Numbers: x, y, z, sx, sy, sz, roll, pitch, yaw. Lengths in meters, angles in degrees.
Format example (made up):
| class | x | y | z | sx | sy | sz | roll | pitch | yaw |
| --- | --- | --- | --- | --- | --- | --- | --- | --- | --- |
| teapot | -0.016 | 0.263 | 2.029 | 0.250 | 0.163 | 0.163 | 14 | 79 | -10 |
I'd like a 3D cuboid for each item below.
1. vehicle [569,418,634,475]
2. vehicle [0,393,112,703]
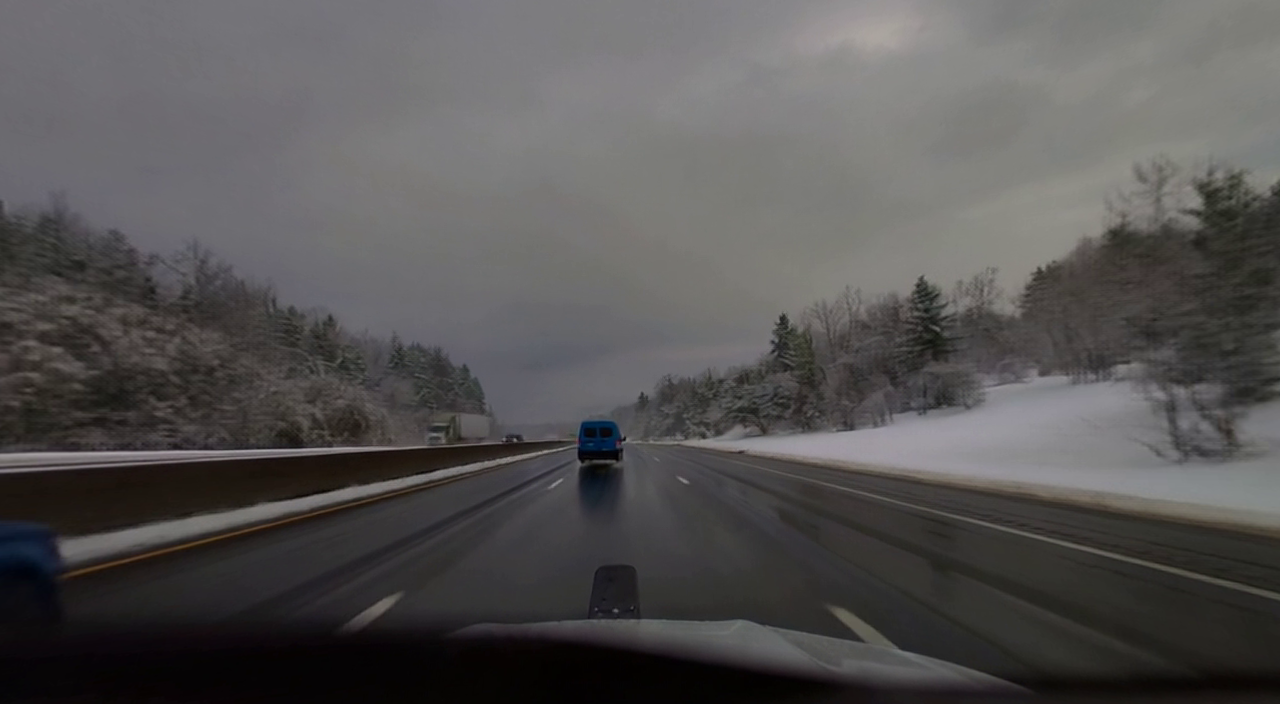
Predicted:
| class | x | y | z | sx | sy | sz | roll | pitch | yaw |
| --- | --- | --- | --- | --- | --- | --- | --- | --- | --- |
| vehicle | -1.415 | 3.739 | 25.164 | 2.297 | 2.011 | 4.736 | 0 | -8 | 0 |
| vehicle | -3.984 | 0.746 | 1.044 | 2.096 | 1.537 | 4.700 | 0 | -7 | 1 |
